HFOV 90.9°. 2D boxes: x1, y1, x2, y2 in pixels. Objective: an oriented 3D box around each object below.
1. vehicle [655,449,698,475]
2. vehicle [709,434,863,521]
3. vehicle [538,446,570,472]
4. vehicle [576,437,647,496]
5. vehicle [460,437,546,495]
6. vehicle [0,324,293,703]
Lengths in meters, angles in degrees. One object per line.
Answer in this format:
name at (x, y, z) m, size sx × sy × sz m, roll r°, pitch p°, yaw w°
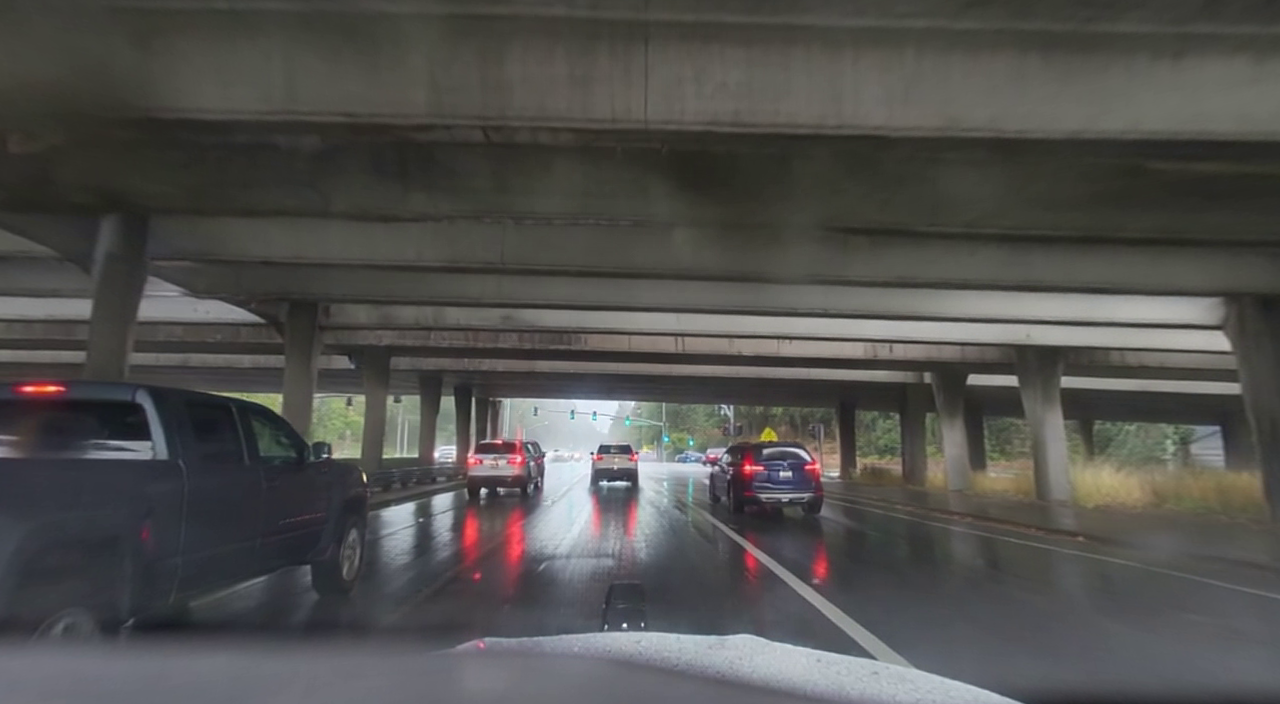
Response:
vehicle at (2.137, 6.608, 38.107) m, size 2.026 × 1.457 × 3.969 m, roll 1°, pitch -9°, yaw -5°
vehicle at (3.242, 2.930, 15.420) m, size 2.234 × 1.720 × 5.378 m, roll 0°, pitch -8°, yaw -3°
vehicle at (-5.683, 7.095, 42.046) m, size 1.829 × 1.614 × 3.611 m, roll 1°, pitch -8°, yaw -4°
vehicle at (-0.925, 3.722, 20.857) m, size 2.097 × 1.748 × 3.794 m, roll 0°, pitch -8°, yaw -2°
vehicle at (-4.449, 3.763, 21.189) m, size 2.127 × 1.720 × 4.064 m, roll 0°, pitch -8°, yaw -2°
vehicle at (-3.748, 0.778, 2.548) m, size 2.074 × 1.814 × 4.596 m, roll 0°, pitch -8°, yaw -1°
